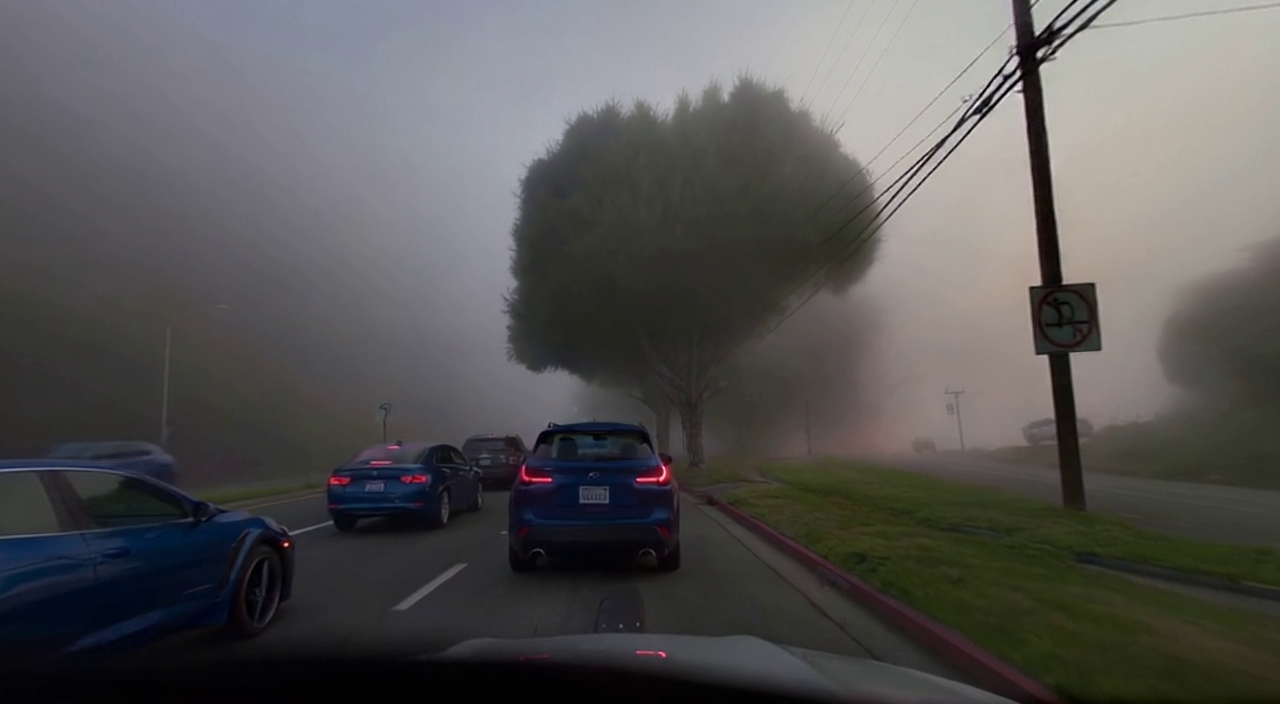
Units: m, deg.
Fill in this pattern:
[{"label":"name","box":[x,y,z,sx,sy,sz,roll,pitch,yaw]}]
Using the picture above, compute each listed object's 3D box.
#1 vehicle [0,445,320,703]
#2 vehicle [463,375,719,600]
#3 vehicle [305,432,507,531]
[{"label":"vehicle","box":[-3.745,1.140,3.230,1.865,1.314,4.461,0,-8,0]},{"label":"vehicle","box":[-0.384,1.353,7.020,2.012,1.769,3.897,0,-8,0]},{"label":"vehicle","box":[-4.053,2.311,11.929,2.087,1.485,4.452,0,-8,0]}]
